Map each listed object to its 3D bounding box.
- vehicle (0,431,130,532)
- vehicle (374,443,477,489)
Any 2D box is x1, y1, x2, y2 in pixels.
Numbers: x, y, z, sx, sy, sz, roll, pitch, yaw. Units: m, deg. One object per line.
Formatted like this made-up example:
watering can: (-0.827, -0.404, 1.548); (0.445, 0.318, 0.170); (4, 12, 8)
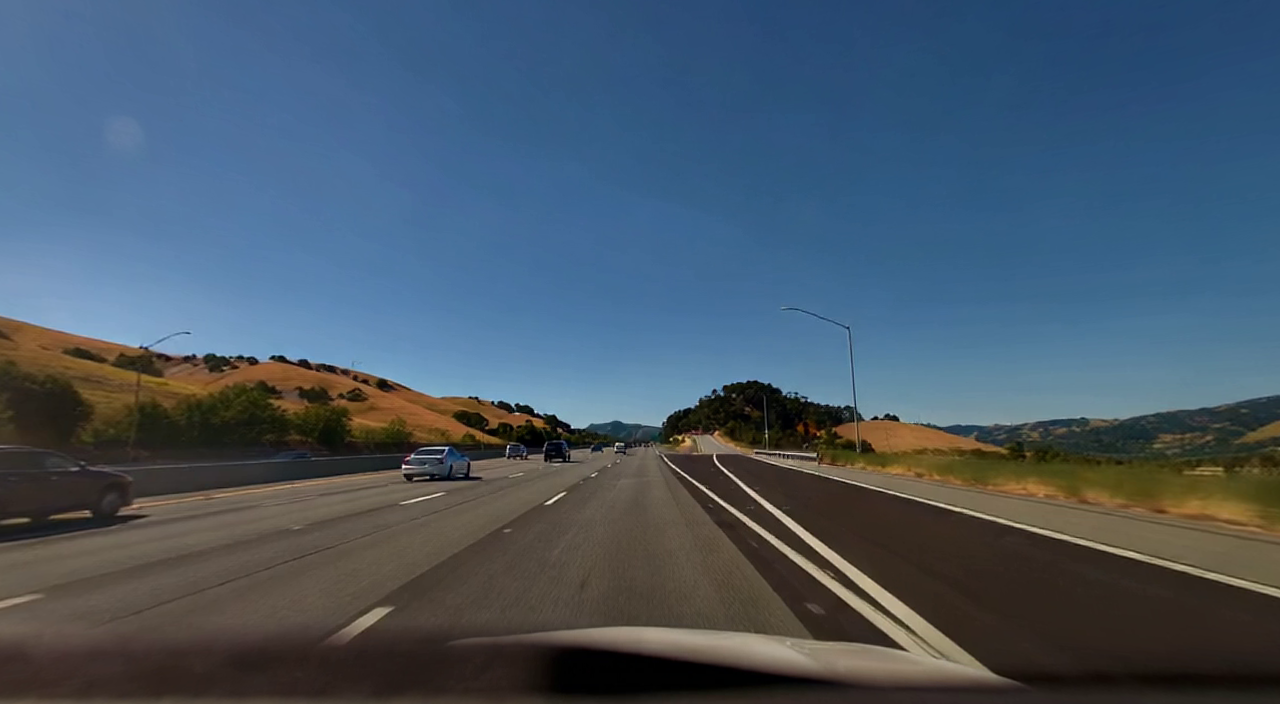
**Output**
vehicle: (-11.569, 2.176, 10.642); (2.020, 1.645, 4.629); (0, -9, 0)
vehicle: (-7.515, 4.021, 22.635); (2.107, 1.484, 4.449); (0, -9, 1)
